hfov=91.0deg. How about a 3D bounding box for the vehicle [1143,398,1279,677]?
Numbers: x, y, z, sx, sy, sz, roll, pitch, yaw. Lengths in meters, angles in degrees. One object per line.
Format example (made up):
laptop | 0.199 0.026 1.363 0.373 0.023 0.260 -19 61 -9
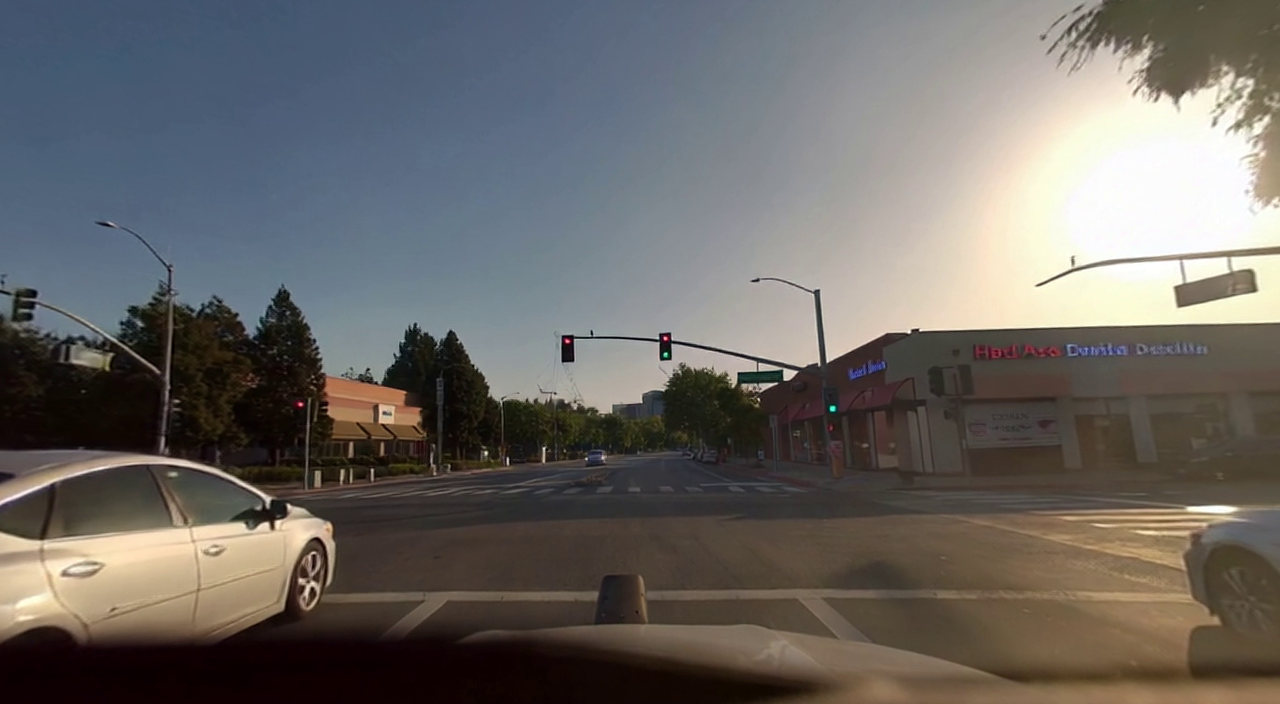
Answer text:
vehicle | 4.842 0.915 2.467 2.039 1.655 4.495 0 -9 1

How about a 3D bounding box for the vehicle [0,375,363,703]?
vehicle | -3.491 1.054 3.422 1.947 1.627 4.248 0 -9 1
